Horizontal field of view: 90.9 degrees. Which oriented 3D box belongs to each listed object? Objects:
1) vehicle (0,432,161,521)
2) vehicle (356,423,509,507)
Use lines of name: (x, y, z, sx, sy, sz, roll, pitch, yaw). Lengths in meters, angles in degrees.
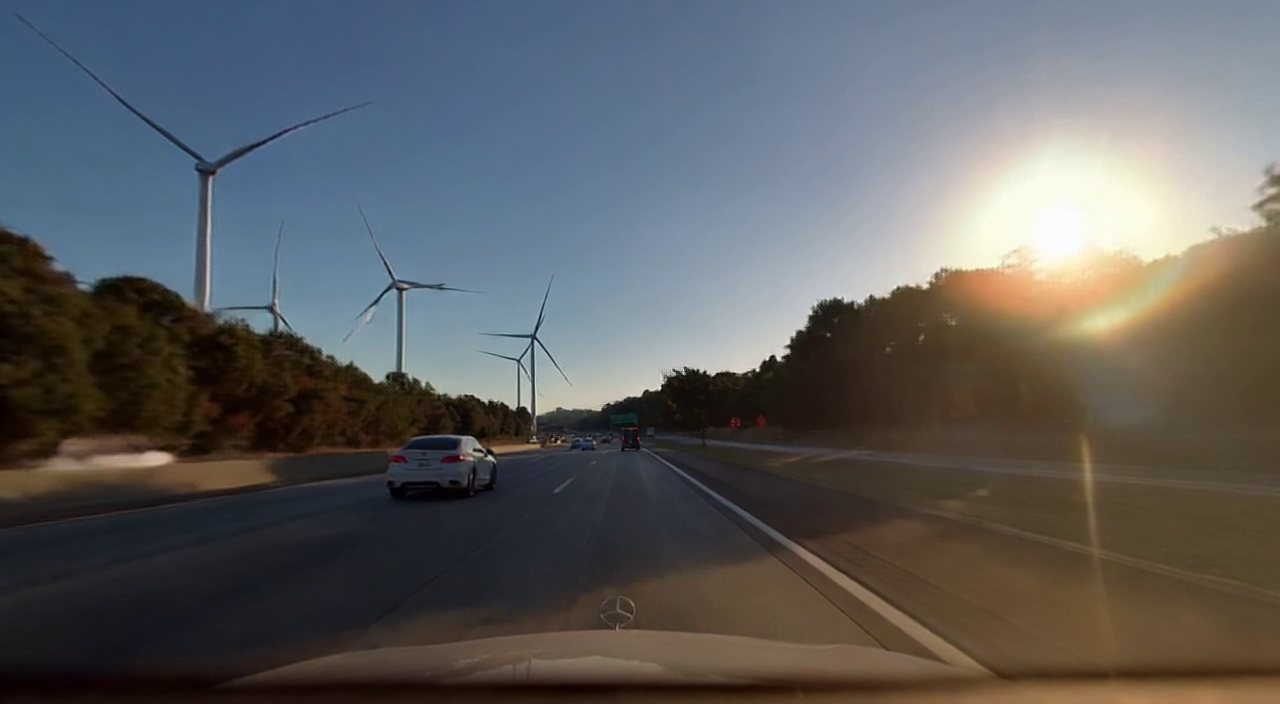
vehicle: (-12.363, 2.443, 12.981, 2.055, 1.545, 3.765, 0, -8, -1)
vehicle: (-4.192, 2.327, 13.491, 1.950, 1.511, 3.965, 0, -8, 0)
